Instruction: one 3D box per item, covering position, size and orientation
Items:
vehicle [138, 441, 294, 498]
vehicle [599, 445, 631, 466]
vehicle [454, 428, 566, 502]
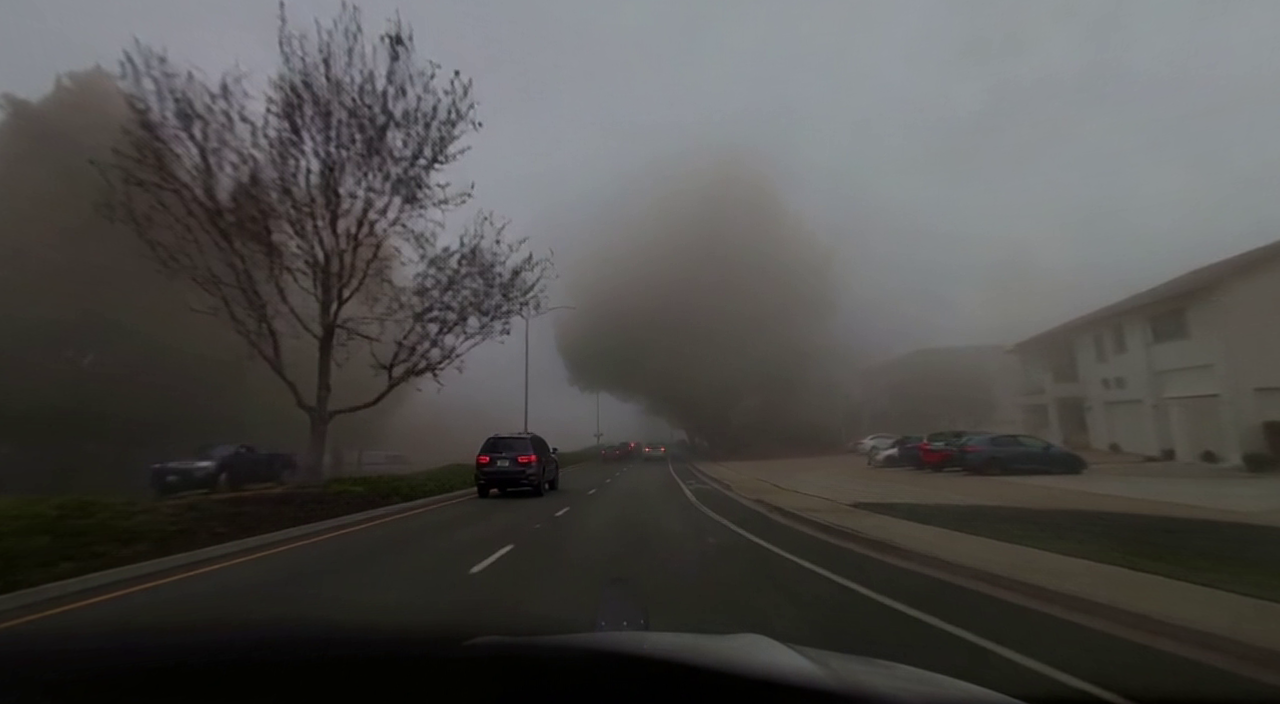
[{"bbox_3d":[-14.457,3.991,21.905,2.063,1.715,4.650,0,-8,1],"label":"vehicle"},{"bbox_3d":[-1.894,8.061,49.196,2.119,1.494,4.624,0,-8,2],"label":"vehicle"},{"bbox_3d":[-3.406,3.069,17.481,2.073,1.770,4.302,0,-8,1],"label":"vehicle"}]
